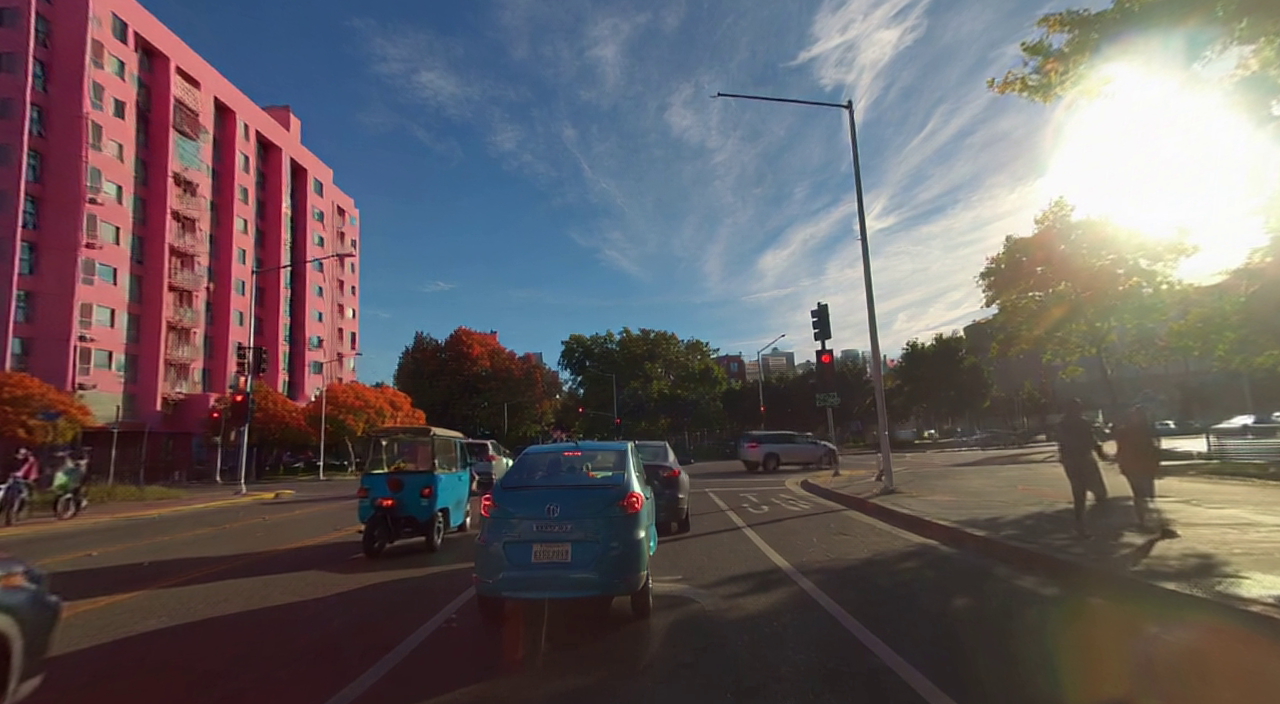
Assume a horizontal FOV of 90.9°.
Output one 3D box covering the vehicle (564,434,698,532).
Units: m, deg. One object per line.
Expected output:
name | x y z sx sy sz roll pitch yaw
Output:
vehicle | -0.098 2.298 11.619 2.025 1.458 4.085 -1 -9 1

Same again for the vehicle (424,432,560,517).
vehicle | -3.142 2.696 14.341 1.935 1.615 4.073 -1 -9 2

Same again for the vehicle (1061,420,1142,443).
vehicle | 30.805 5.343 42.143 1.751 1.420 4.027 8 -12 -43

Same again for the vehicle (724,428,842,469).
vehicle | 6.746 4.585 29.906 5.226 1.840 2.016 -3 -9 15
